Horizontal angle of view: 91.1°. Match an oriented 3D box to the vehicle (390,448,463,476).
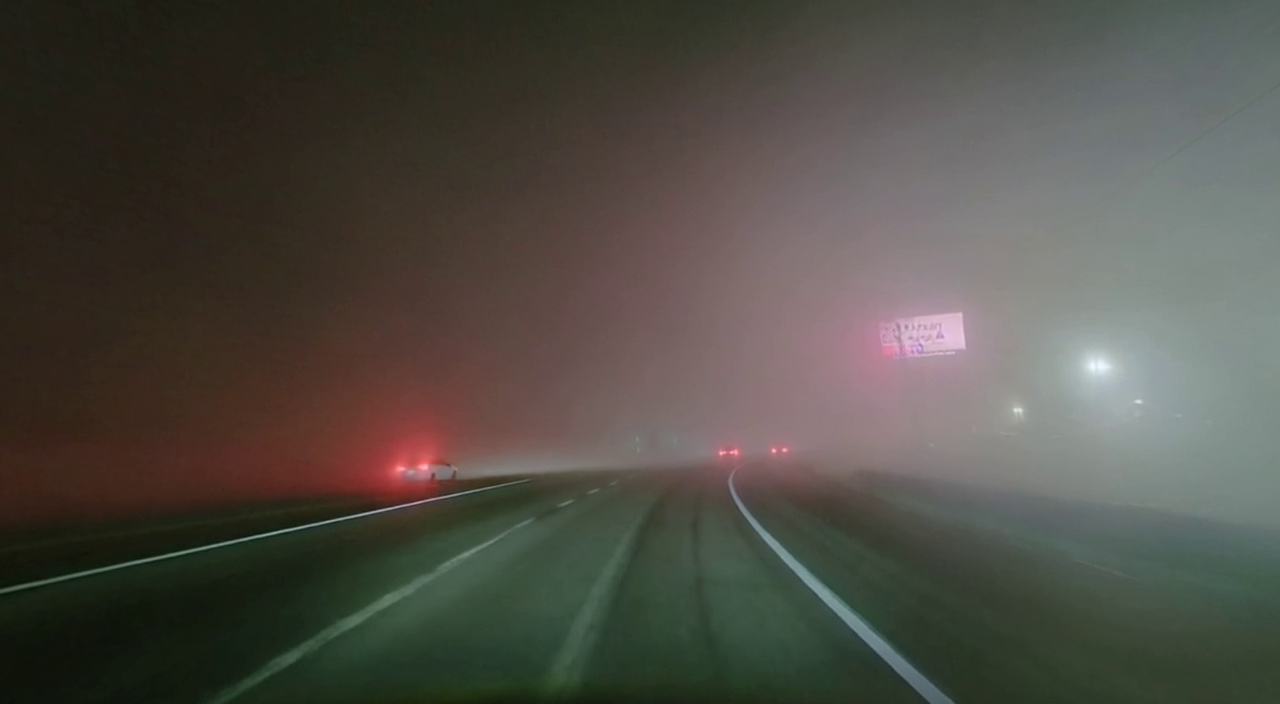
[{"bbox_3d":[-14.300,7.368,42.310,2.145,1.717,4.448,-4,-9,23],"label":"vehicle"}]
